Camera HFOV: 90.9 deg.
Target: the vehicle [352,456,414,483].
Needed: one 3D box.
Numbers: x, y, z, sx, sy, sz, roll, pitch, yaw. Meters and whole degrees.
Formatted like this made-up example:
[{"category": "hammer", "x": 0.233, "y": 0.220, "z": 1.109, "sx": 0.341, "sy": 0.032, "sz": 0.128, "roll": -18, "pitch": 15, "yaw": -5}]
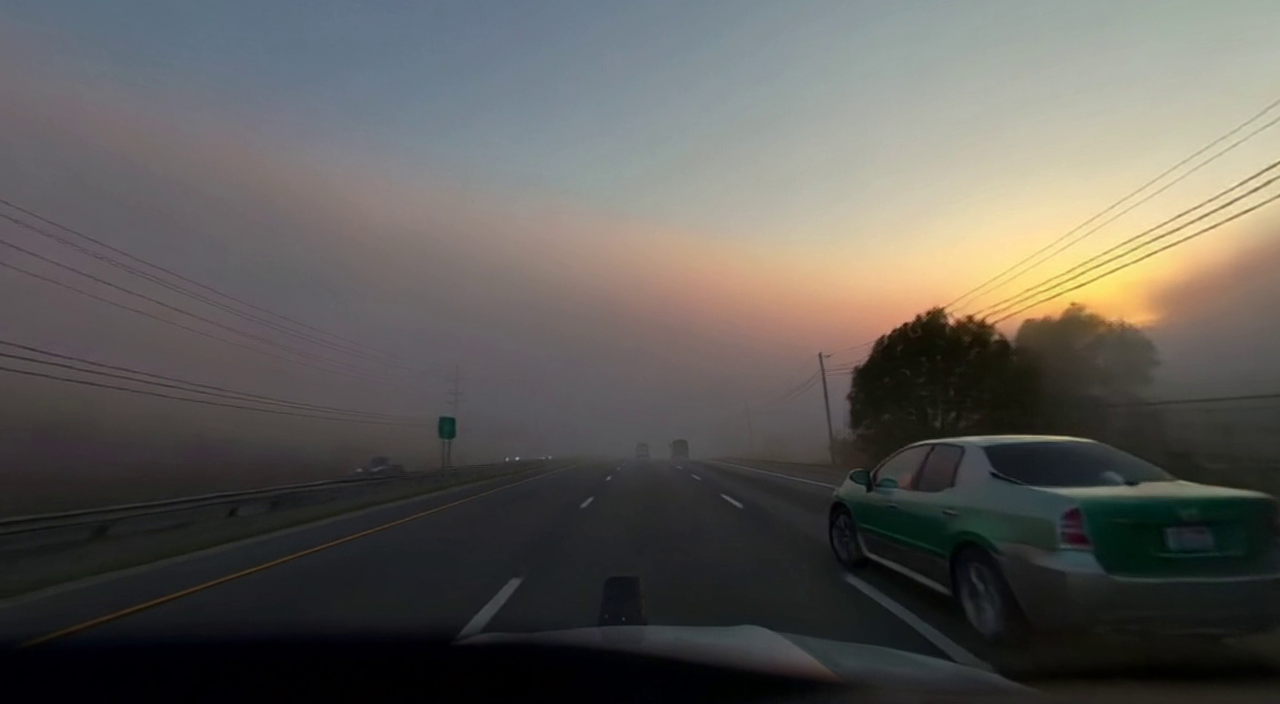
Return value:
[{"category": "vehicle", "x": -16.408, "y": 7.513, "z": 40.532, "sx": 1.884, "sy": 1.476, "sz": 4.798, "roll": 0, "pitch": -8, "yaw": 1}]
